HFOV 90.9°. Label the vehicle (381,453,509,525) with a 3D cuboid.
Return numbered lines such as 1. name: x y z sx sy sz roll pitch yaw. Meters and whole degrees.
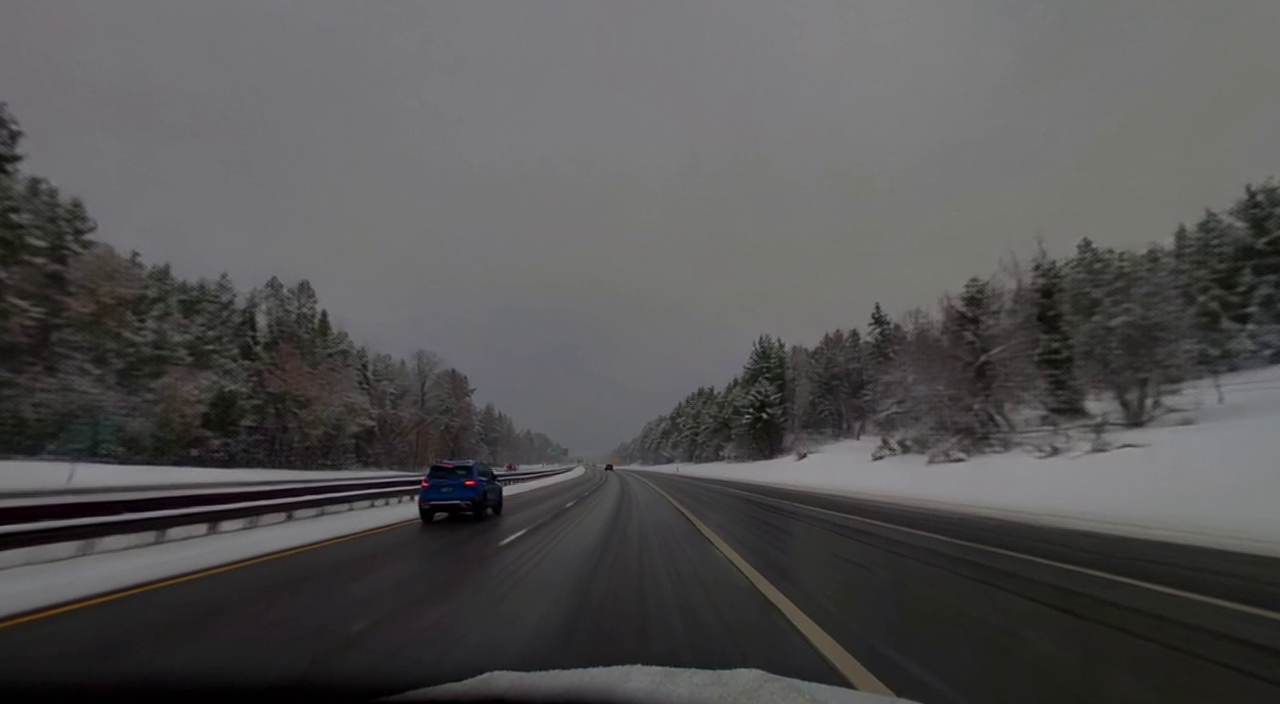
1. vehicle: -4.761 3.423 16.020 2.025 1.584 3.657 1 -11 0
